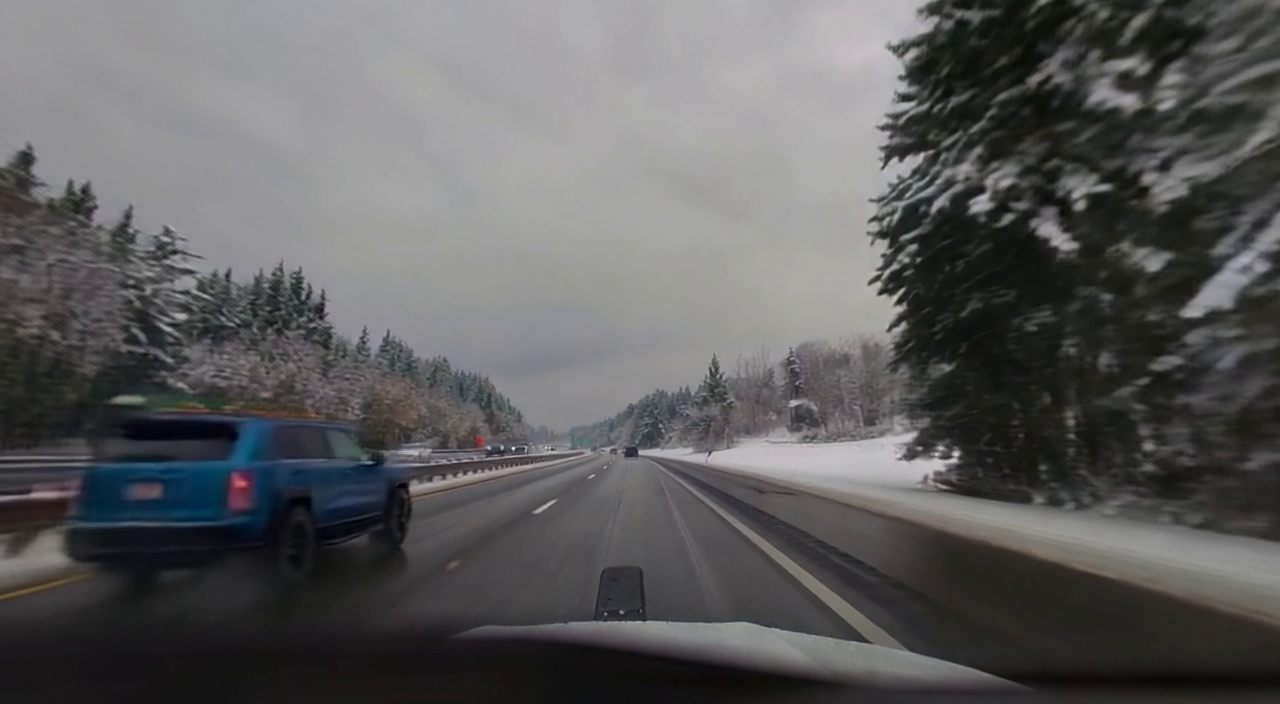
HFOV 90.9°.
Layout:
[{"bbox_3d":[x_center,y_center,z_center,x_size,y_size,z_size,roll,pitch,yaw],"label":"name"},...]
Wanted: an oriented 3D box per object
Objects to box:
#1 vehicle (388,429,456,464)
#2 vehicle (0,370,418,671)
[{"bbox_3d":[-12.861,5.640,37.617,2.204,1.903,5.271,0,-9,0],"label":"vehicle"},{"bbox_3d":[-4.034,1.327,5.999,2.135,1.755,4.476,0,-9,1],"label":"vehicle"}]
